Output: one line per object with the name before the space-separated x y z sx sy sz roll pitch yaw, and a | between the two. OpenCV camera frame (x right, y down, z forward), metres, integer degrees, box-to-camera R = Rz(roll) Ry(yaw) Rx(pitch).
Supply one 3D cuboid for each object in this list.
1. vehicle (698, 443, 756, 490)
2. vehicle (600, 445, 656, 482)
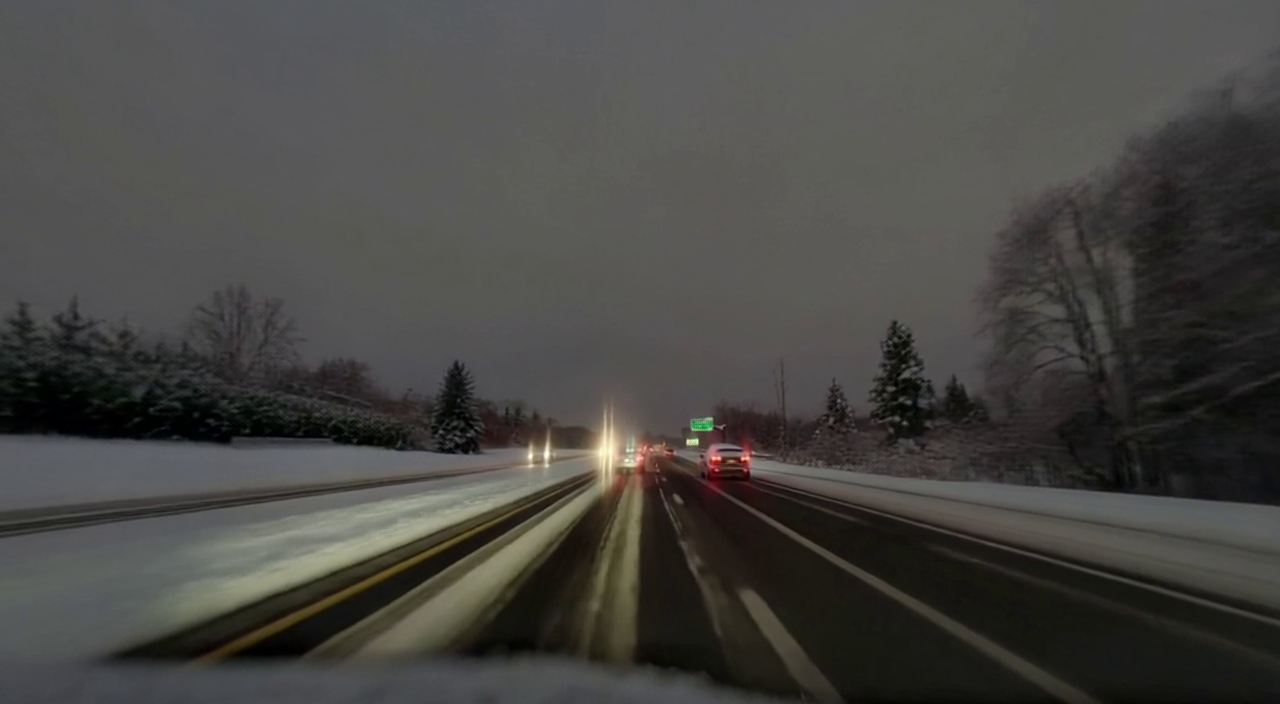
vehicle | 3.248 4.274 23.771 1.969 1.595 3.964 -1 -9 6
vehicle | -0.490 5.178 29.361 2.084 1.594 4.219 -1 -9 6
